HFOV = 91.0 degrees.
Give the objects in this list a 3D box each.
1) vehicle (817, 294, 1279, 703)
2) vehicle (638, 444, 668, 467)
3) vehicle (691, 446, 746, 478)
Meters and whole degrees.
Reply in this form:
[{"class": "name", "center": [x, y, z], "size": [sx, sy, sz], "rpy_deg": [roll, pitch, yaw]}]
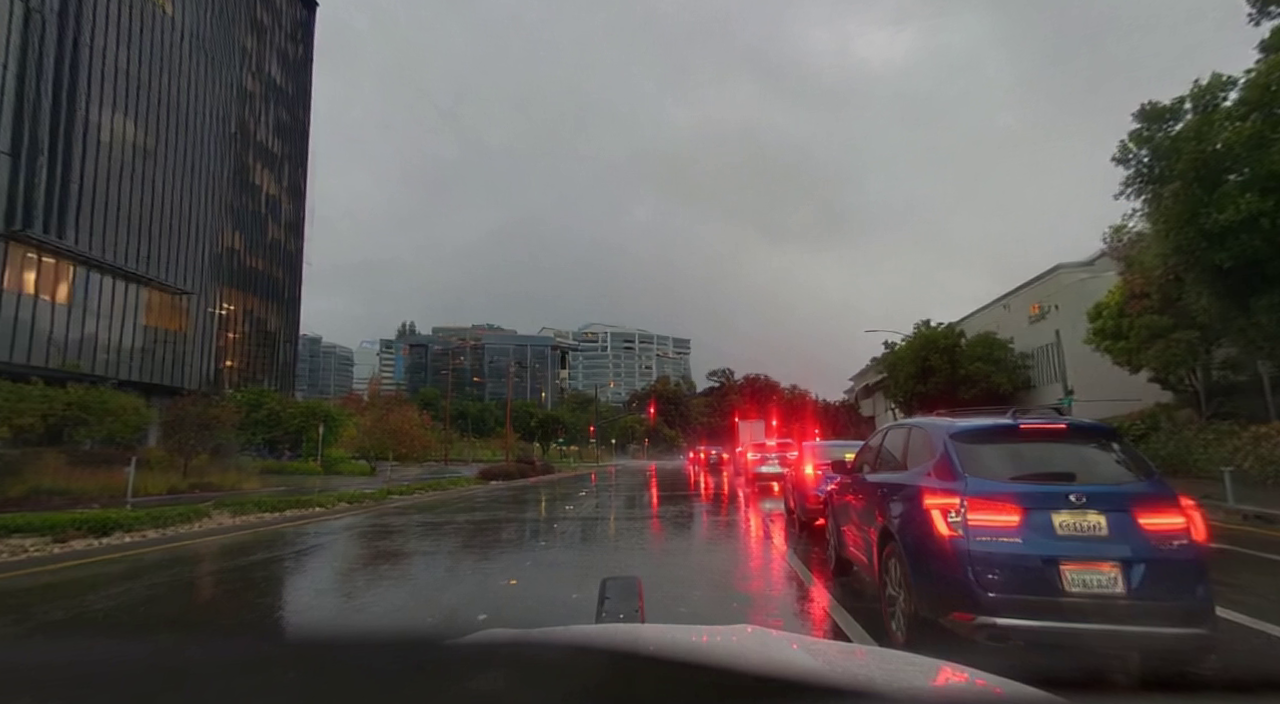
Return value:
[{"class": "vehicle", "center": [2.428, 1.044, 3.742], "size": [2.092, 1.703, 4.870], "rpy_deg": [-1, -9, 10]}, {"class": "vehicle", "center": [1.061, 8.170, 49.768], "size": [2.121, 1.728, 4.161], "rpy_deg": [-1, -9, 5]}, {"class": "vehicle", "center": [3.951, 5.615, 32.486], "size": [2.183, 1.553, 3.923], "rpy_deg": [0, -9, -2]}]
